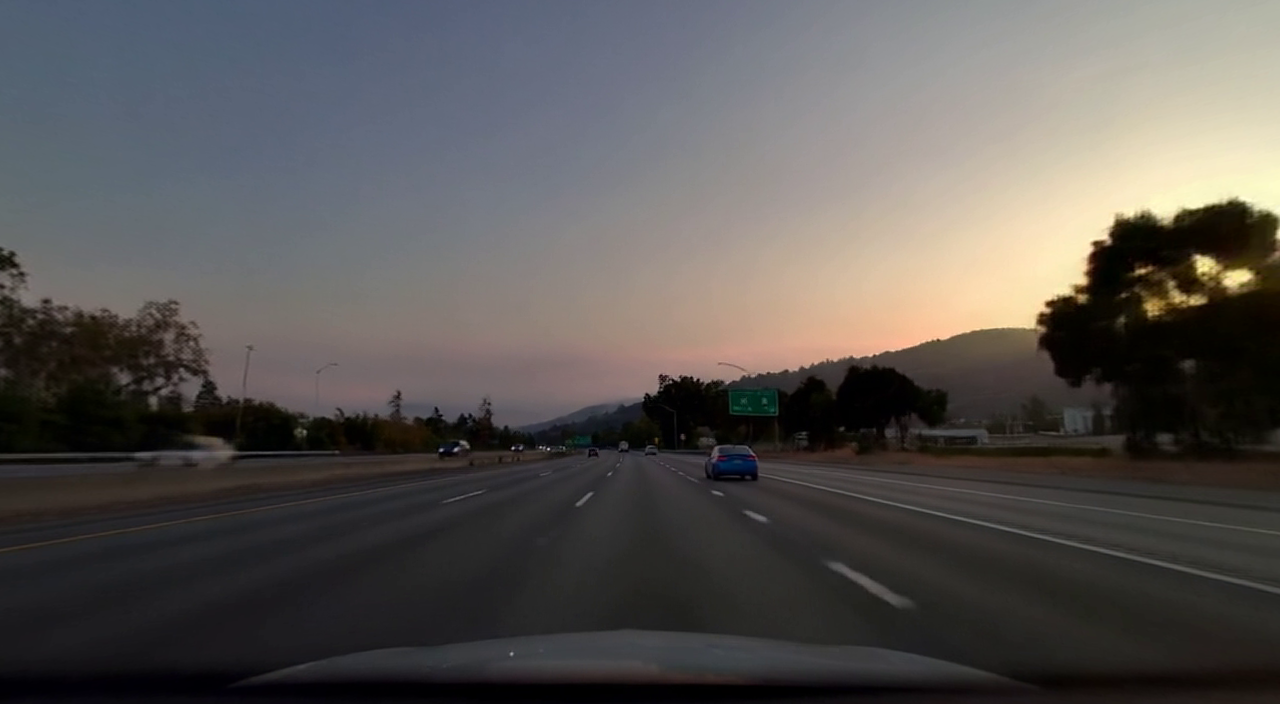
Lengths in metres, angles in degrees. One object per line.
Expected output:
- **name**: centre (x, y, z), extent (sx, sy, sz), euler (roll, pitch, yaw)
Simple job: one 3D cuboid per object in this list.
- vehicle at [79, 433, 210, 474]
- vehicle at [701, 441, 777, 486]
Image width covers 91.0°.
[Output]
- **vehicle**: centre (-22.191, 4.575, 28.533), extent (2.017, 1.656, 4.875), euler (0, -9, -1)
- **vehicle**: centre (3.603, 4.156, 23.780), extent (2.033, 1.501, 4.398), euler (0, -9, -2)
